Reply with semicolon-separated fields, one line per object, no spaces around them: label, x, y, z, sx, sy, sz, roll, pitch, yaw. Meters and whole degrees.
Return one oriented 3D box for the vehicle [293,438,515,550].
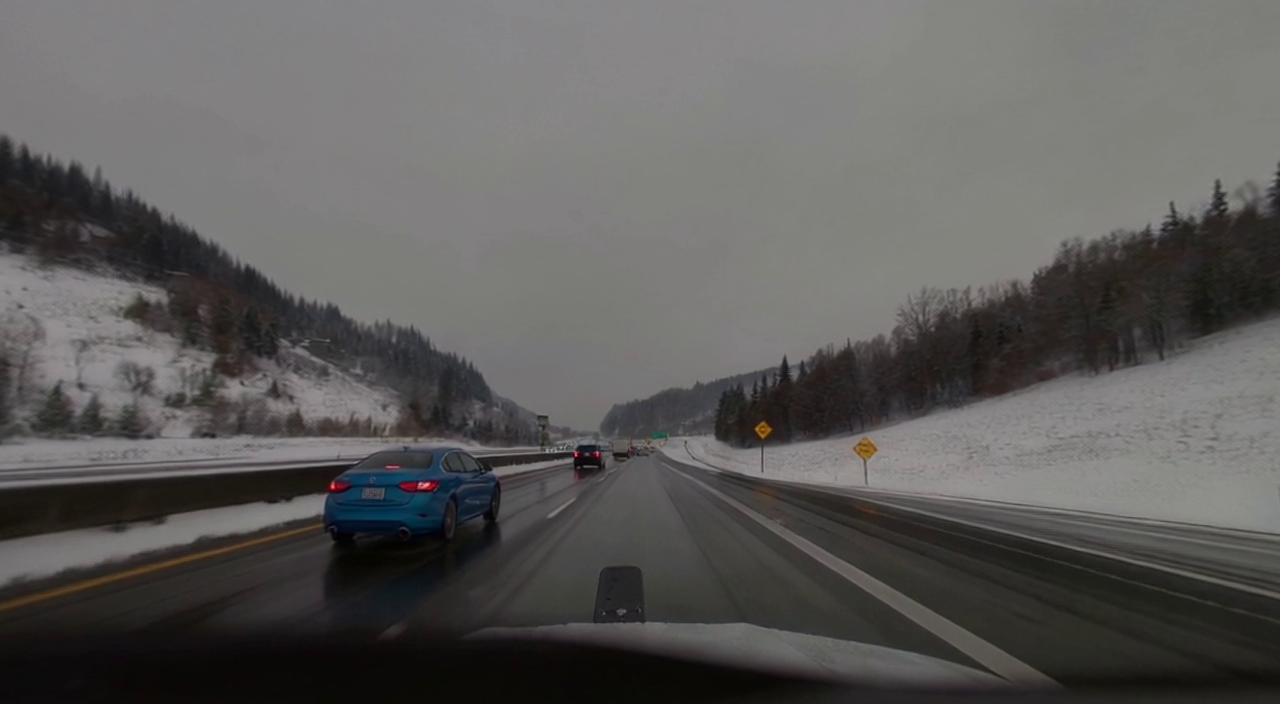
vehicle;-3.558;2.228;10.614;1.988;1.440;4.504;0;-9;0

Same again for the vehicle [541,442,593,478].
vehicle;-3.620;5.456;32.097;2.073;1.694;4.162;-1;-9;1
